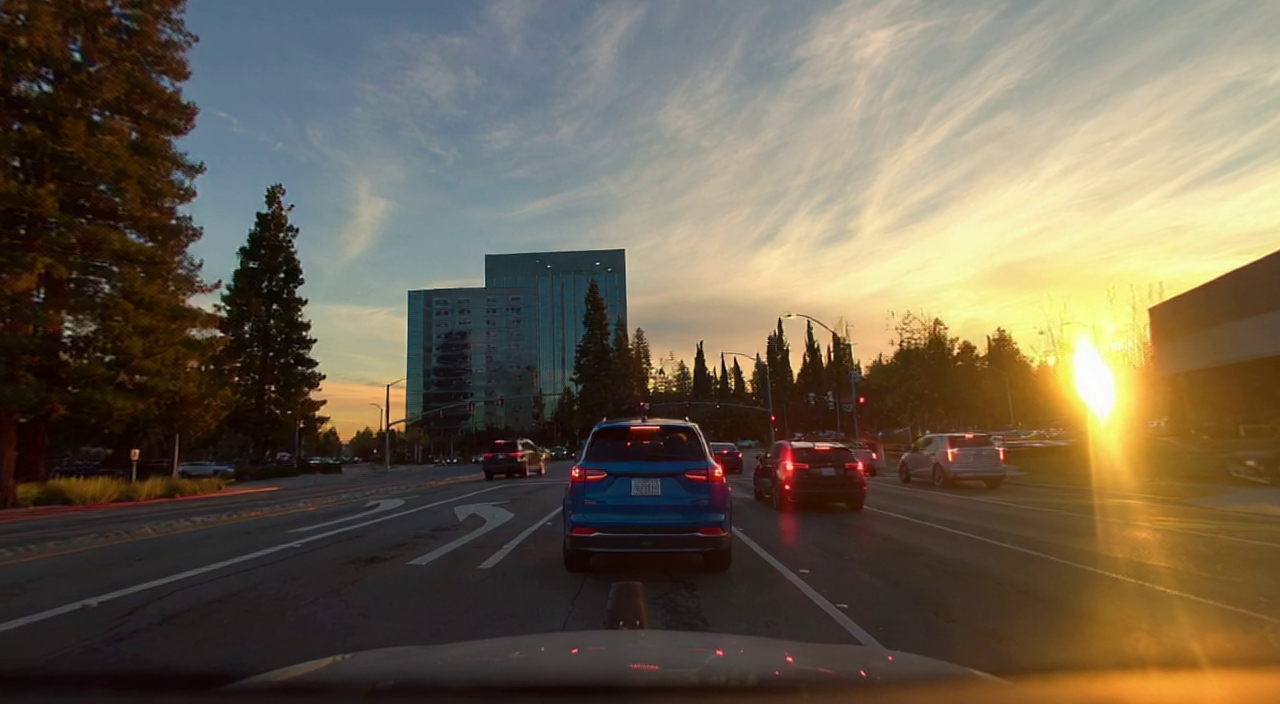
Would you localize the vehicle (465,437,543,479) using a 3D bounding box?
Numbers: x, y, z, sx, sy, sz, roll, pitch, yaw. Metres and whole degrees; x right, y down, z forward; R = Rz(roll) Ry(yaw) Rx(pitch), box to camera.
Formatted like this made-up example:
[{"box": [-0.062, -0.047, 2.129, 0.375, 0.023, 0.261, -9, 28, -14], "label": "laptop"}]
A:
[{"box": [-6.278, 4.979, 29.967, 2.555, 1.819, 5.145, 0, -9, 0], "label": "vehicle"}]

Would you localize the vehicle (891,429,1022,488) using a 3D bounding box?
[{"box": [10.856, 3.693, 22.137, 2.123, 1.812, 4.553, 0, -9, -1], "label": "vehicle"}]

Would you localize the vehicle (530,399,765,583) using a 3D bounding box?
[{"box": [0.066, 1.660, 8.272, 2.266, 1.762, 4.131, 0, -9, 0], "label": "vehicle"}]

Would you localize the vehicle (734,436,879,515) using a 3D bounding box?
[{"box": [3.498, 2.690, 14.244, 1.997, 1.471, 4.321, 0, -9, -1], "label": "vehicle"}]
